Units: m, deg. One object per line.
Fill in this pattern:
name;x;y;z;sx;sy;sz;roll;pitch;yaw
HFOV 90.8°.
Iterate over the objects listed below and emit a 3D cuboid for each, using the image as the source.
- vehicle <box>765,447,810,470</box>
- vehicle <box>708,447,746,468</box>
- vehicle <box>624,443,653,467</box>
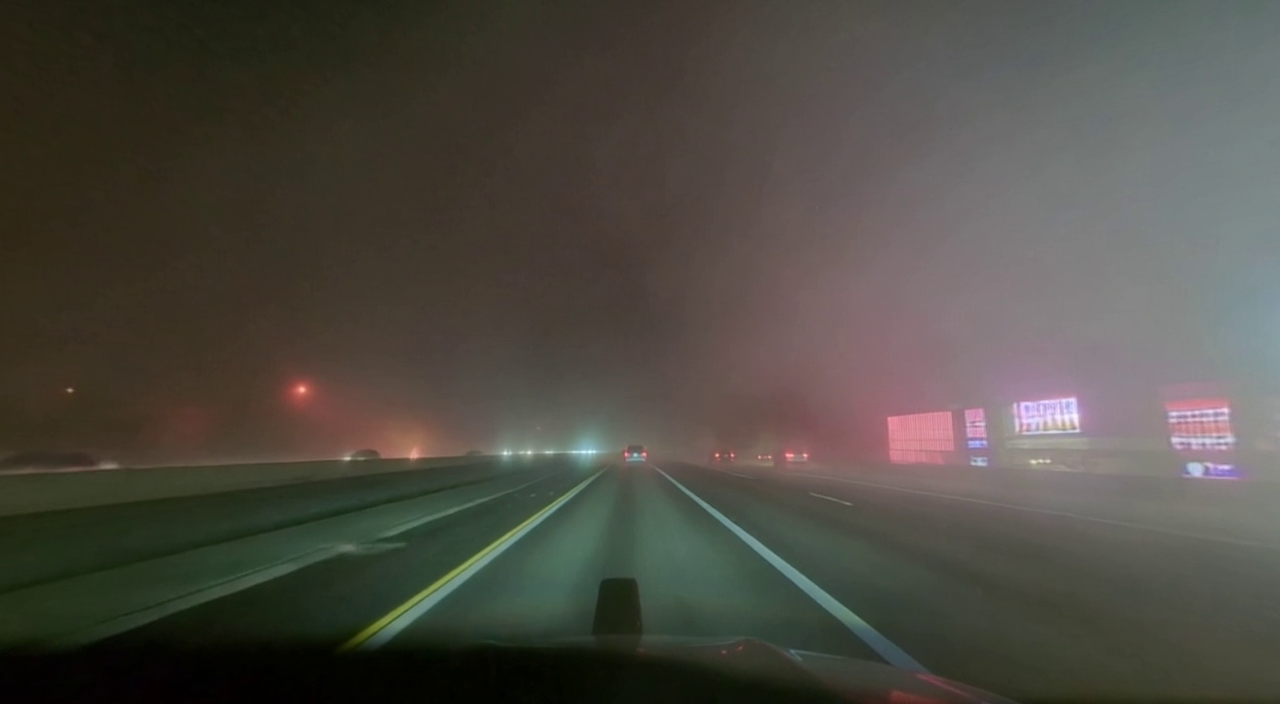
vehicle;10.199;7.378;43.934;1.953;1.473;4.512;0;-9;-1
vehicle;6.337;7.760;46.576;1.976;1.477;4.448;0;-9;-2
vehicle;-0.172;8.091;49.988;2.154;1.786;5.045;0;-8;-1
